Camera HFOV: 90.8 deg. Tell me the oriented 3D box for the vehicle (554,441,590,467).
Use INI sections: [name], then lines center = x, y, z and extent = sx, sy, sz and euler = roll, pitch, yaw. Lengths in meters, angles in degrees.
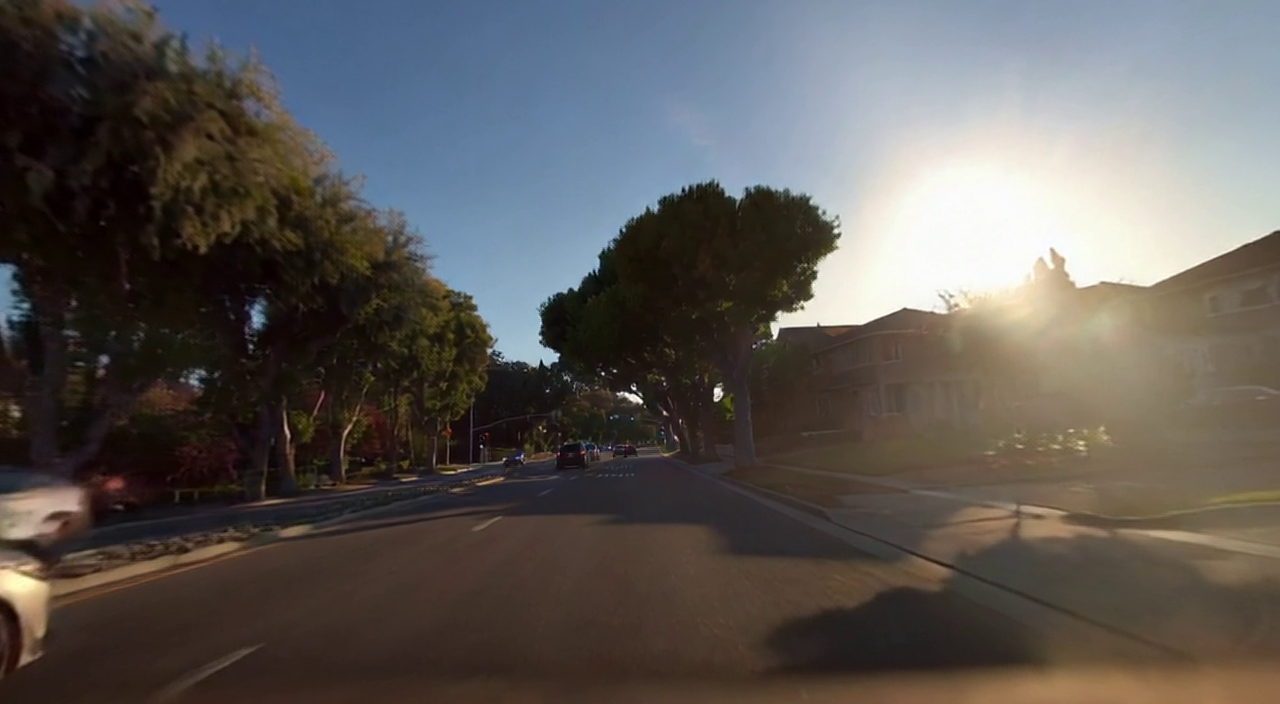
[vehicle]
center = -4.833, 7.269, 45.244
extent = 2.065, 1.714, 4.272
euler = 0, -8, 0
